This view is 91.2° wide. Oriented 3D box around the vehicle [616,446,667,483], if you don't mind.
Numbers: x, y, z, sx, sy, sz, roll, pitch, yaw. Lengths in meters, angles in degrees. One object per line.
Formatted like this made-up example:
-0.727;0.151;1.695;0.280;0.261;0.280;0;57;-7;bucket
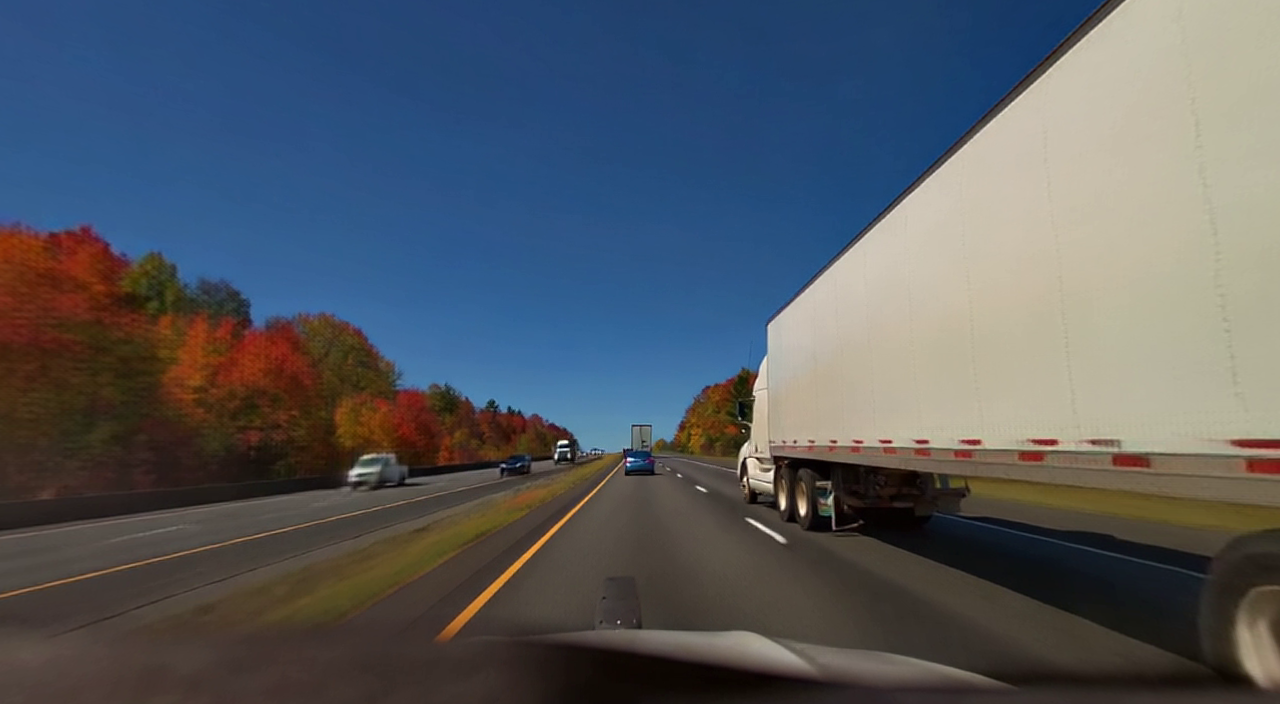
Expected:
0.058;5.000;28.196;2.099;1.506;4.097;0;-9;0;vehicle

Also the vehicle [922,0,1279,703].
4.076;-0.402;1.100;3.004;3.923;8.363;0;-9;-1;vehicle

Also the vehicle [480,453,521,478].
-9.371;7.653;42.413;1.873;1.549;4.104;-1;-9;0;vehicle

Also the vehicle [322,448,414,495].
-12.835;5.639;30.009;2.200;2.009;4.778;-1;-9;0;vehicle
